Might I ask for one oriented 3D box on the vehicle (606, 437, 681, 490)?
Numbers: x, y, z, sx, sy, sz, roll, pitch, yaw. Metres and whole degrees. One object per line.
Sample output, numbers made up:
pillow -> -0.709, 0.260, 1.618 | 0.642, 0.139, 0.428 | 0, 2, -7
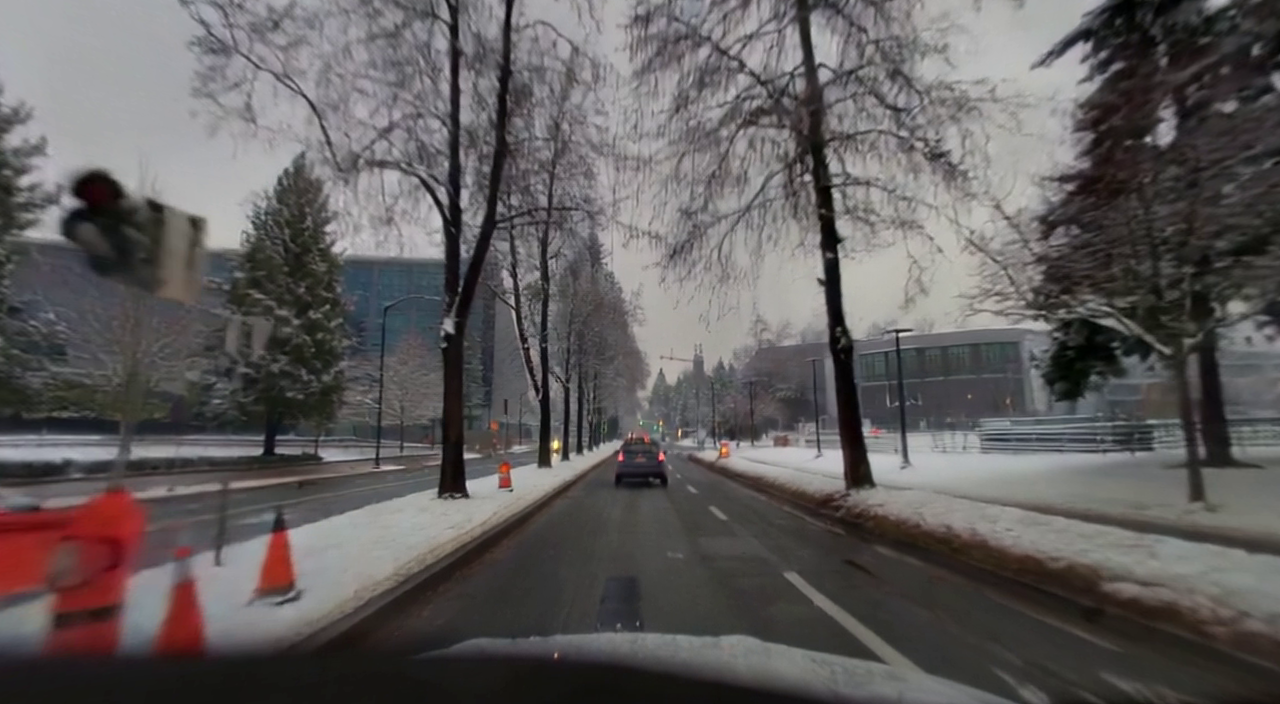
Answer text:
vehicle -> 0.124, 3.514, 20.273 | 2.114, 1.493, 4.430 | 0, -9, 1
